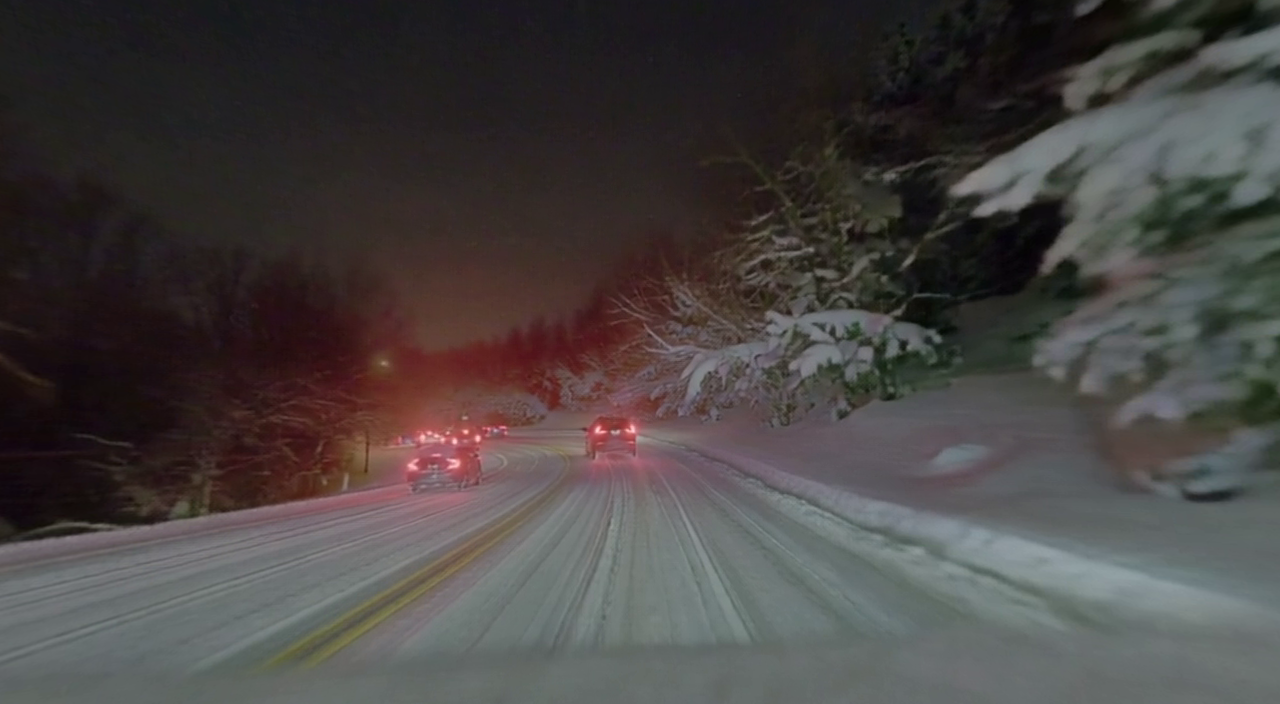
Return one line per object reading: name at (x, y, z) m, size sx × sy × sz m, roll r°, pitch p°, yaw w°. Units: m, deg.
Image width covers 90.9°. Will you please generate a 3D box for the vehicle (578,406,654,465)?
vehicle at (-1.176, 3.501, 26.252) m, size 2.500 × 1.961 × 5.637 m, roll -5°, pitch -8°, yaw -8°
